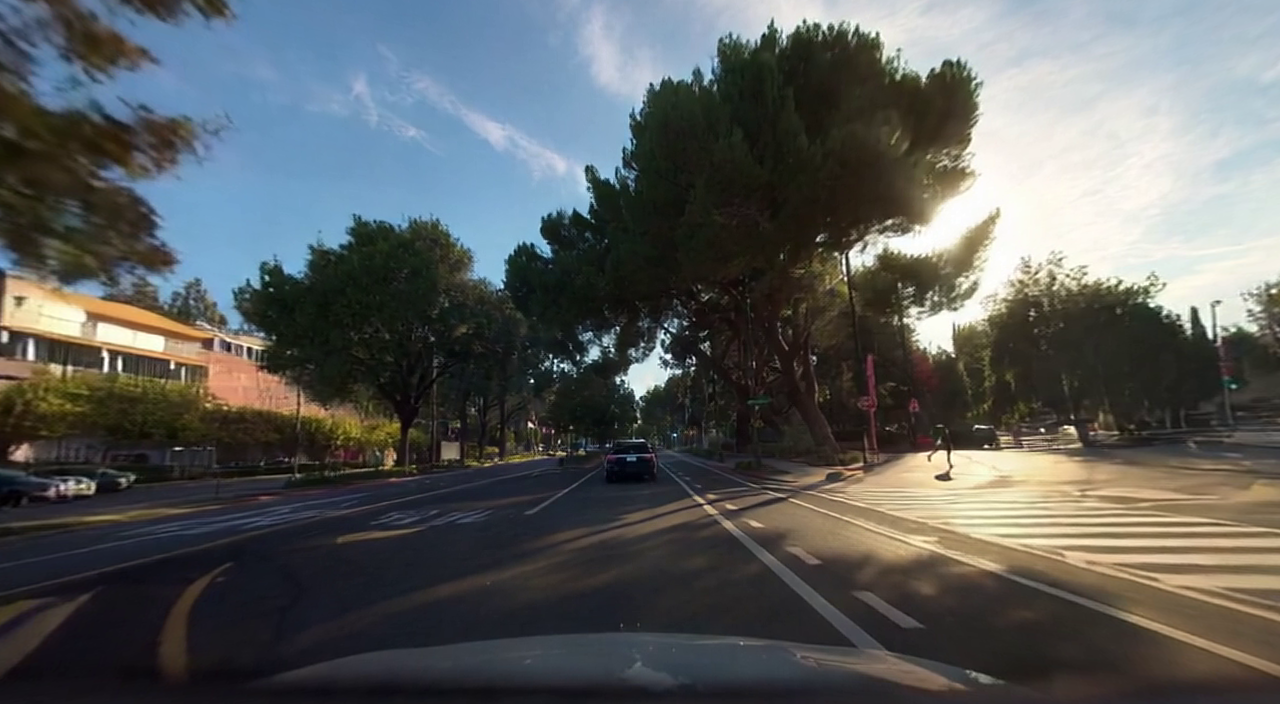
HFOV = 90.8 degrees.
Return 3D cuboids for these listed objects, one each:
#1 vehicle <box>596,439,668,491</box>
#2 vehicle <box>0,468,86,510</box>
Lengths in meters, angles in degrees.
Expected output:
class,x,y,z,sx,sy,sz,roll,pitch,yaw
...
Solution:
class,x,y,z,sx,sy,sz,roll,pitch,yaw
vehicle,-0.240,3.801,21.705,2.221,1.570,4.398,0,-8,0
vehicle,-23.127,5.078,23.443,3.376,1.383,1.795,0,-8,-2
